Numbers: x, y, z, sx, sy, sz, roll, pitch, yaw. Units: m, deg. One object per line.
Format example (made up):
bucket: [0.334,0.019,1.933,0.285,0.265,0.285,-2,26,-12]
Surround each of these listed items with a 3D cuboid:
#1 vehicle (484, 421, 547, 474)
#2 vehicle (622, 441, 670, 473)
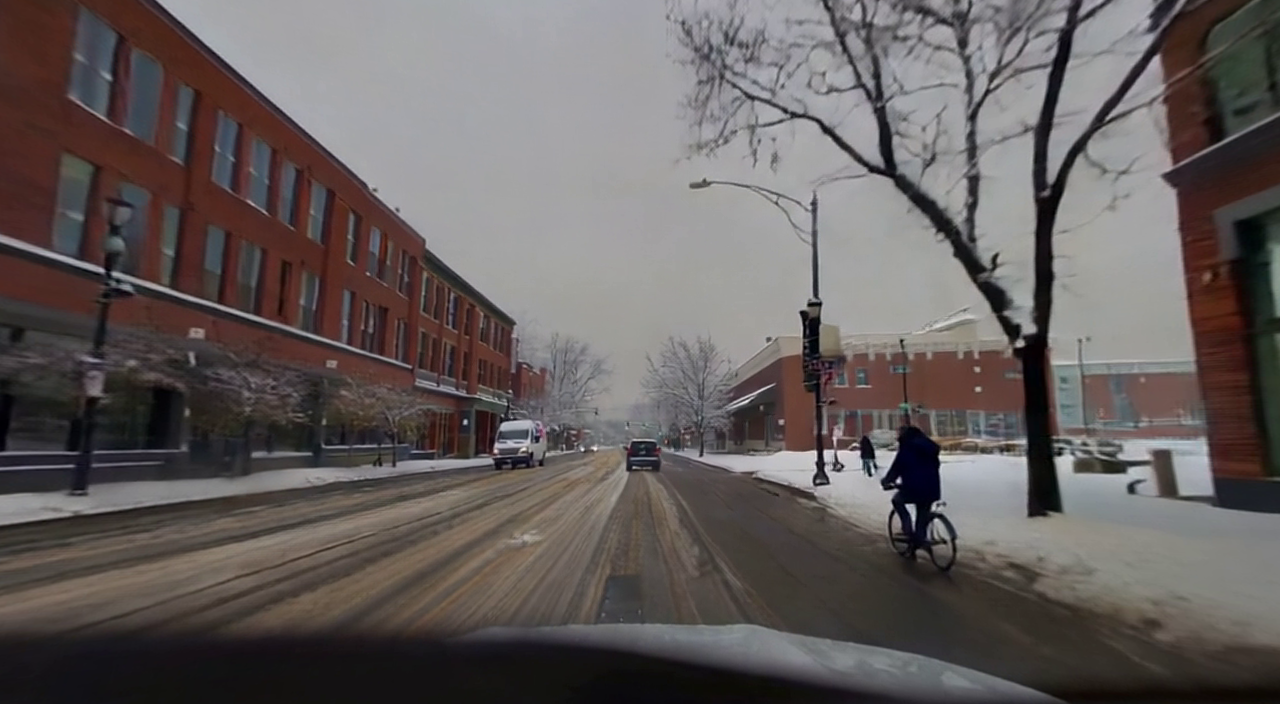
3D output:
vehicle: [-6.687,5.213,34.631,2.418,2.620,5.522,-1,-8,-1]
vehicle: [0.320,5.485,33.197,2.356,1.572,4.810,0,-9,1]
